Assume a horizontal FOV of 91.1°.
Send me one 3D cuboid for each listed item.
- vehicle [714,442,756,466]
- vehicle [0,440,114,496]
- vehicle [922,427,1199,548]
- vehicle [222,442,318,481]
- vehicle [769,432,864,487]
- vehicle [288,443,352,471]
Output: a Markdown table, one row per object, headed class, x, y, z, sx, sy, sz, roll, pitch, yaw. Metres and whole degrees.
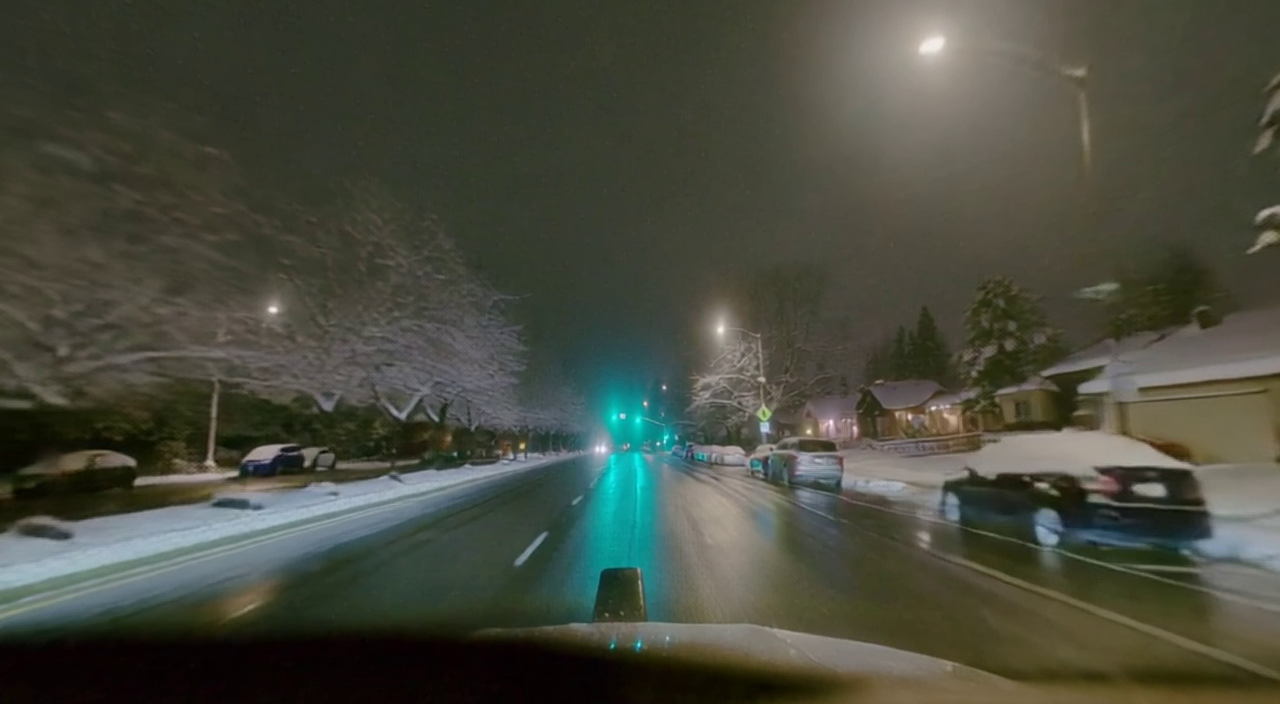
| class | x | y | z | sx | sy | sz | roll | pitch | yaw |
| --- | --- | --- | --- | --- | --- | --- | --- | --- | --- |
| vehicle | 6.440 | 6.936 | 42.954 | 1.922 | 1.494 | 4.772 | 1 | -8 | -3 |
| vehicle | -21.633 | 4.038 | 22.290 | 1.901 | 1.785 | 4.676 | 0 | -8 | -2 |
| vehicle | 6.940 | 2.249 | 11.123 | 1.910 | 1.686 | 4.399 | 0 | -9 | 1 |
| vehicle | -21.210 | 6.233 | 36.355 | 2.196 | 1.854 | 5.677 | -1 | -6 | -1 |
| vehicle | 6.539 | 4.037 | 23.964 | 2.032 | 1.844 | 4.964 | 0 | -9 | -2 |
| vehicle | -21.616 | 7.095 | 42.632 | 1.965 | 1.523 | 4.798 | -1 | -6 | -2 |
